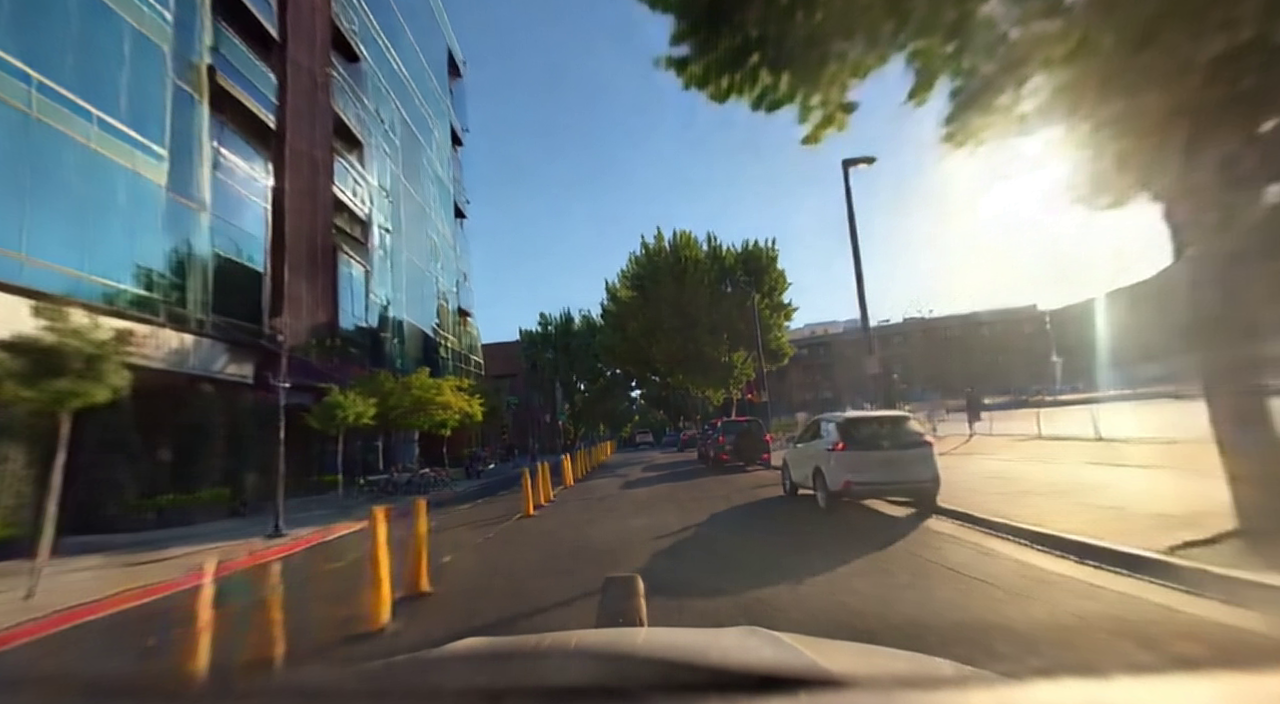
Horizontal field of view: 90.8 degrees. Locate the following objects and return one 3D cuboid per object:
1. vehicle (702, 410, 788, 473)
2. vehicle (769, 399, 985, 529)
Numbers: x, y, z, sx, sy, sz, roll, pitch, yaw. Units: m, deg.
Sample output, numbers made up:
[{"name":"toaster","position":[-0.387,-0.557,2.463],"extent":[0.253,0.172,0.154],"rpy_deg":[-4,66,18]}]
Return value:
[{"name":"vehicle","position":[3.444,3.053,21.714],"extent":[2.127,1.864,4.892],"rpy_deg":[-1,-8,0]},{"name":"vehicle","position":[3.784,1.854,11.080],"extent":[1.999,1.769,4.191],"rpy_deg":[-1,-7,-2]}]
